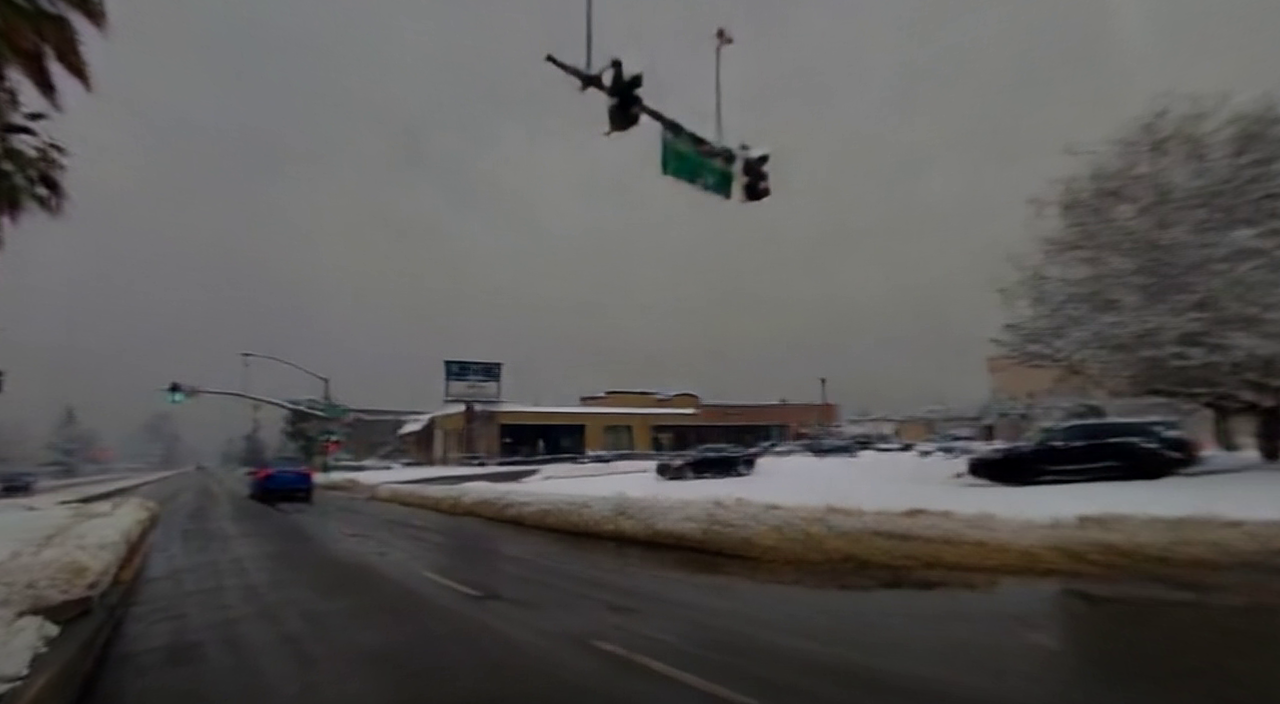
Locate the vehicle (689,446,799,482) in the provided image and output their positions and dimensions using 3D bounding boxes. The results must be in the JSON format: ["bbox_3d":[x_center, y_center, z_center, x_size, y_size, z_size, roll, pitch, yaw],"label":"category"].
[{"bbox_3d":[4.494,4.750,27.157,4.355,1.398,2.085,5,-10,-33],"label":"vehicle"}]

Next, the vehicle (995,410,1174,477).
[{"bbox_3d":[11.342,2.442,16.439,1.893,1.489,3.430,3,-11,-7],"label":"vehicle"}]

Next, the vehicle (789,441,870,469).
[{"bbox_3d":[10.514,5.660,35.024,4.199,1.459,1.997,5,-10,-33],"label":"vehicle"}]

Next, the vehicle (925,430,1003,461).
[{"bbox_3d":[18.606,5.375,36.252,4.178,1.533,1.992,8,-11,-29],"label":"vehicle"}]

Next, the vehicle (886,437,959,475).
[{"bbox_3d":[17.112,6.243,38.215,4.377,1.433,1.867,-2,3,-32],"label":"vehicle"}]

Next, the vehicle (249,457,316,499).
[{"bbox_3d":[-15.827,5.481,27.891,1.969,1.555,4.431,6,-10,-36],"label":"vehicle"}]

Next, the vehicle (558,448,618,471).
[{"bbox_3d":[-3.734,7.493,44.465,2.046,1.481,4.936,5,-10,-34],"label":"vehicle"}]
